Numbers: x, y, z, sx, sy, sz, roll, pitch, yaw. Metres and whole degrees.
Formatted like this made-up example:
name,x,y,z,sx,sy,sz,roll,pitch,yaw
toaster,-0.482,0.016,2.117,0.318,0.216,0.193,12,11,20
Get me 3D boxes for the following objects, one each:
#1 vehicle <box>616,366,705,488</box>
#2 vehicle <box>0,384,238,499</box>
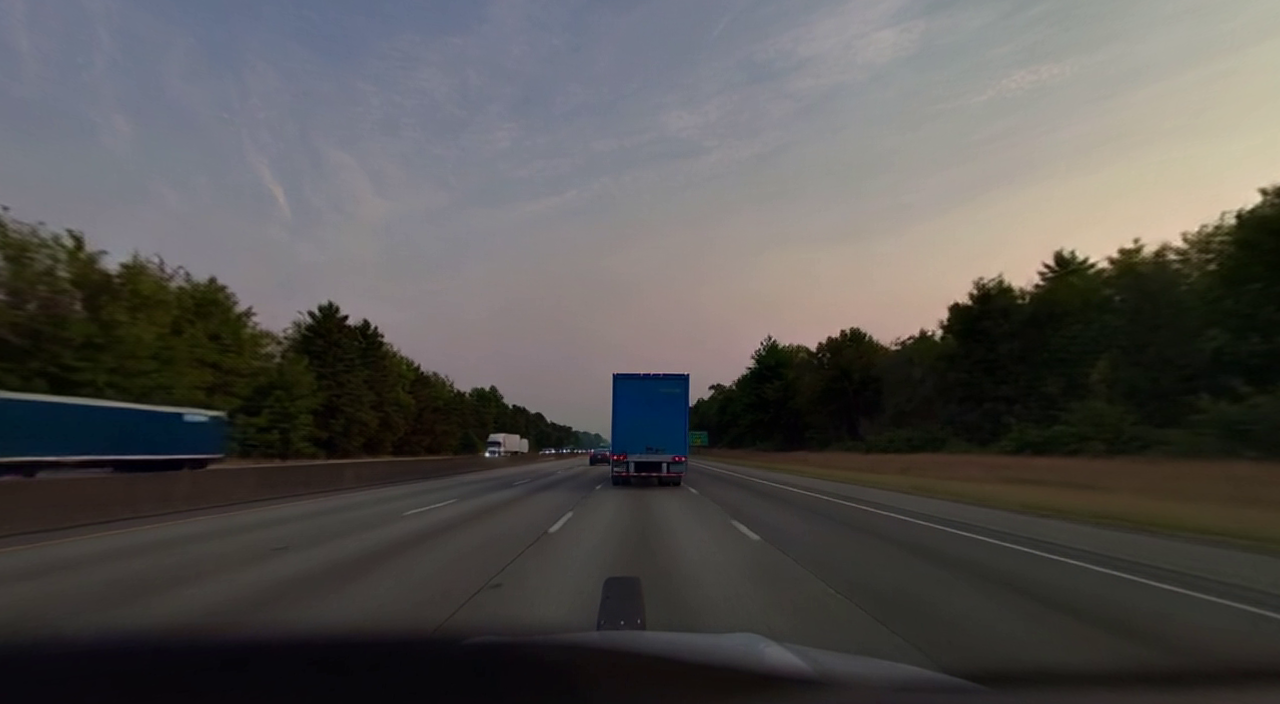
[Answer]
name,x,y,z,sx,sy,sz,roll,pitch,yaw
vehicle,0.624,3.222,25.741,2.898,3.973,10.063,0,-9,0
vehicle,-24.179,4.076,28.009,3.013,4.037,14.686,0,-9,0
